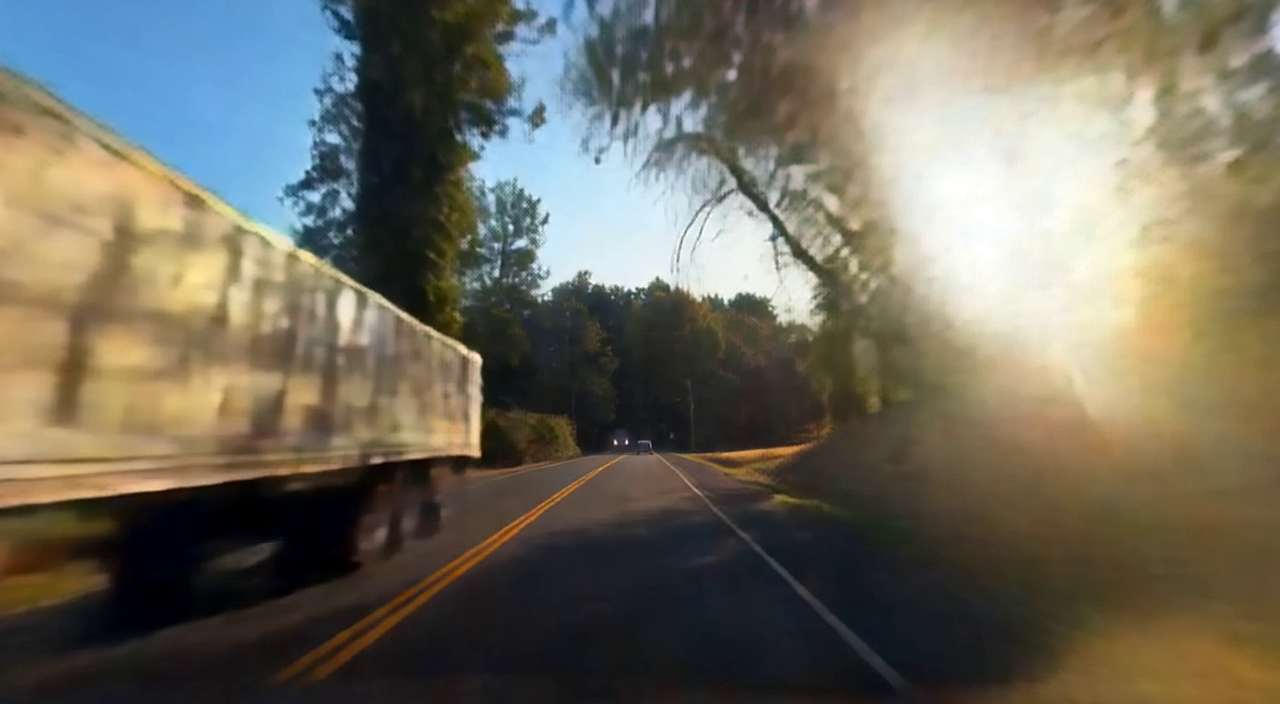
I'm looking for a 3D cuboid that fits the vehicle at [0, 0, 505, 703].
[{"bbox_3d":[-4.050,0.386,6.298,2.844,3.959,11.140,0,-8,1],"label":"vehicle"}]
